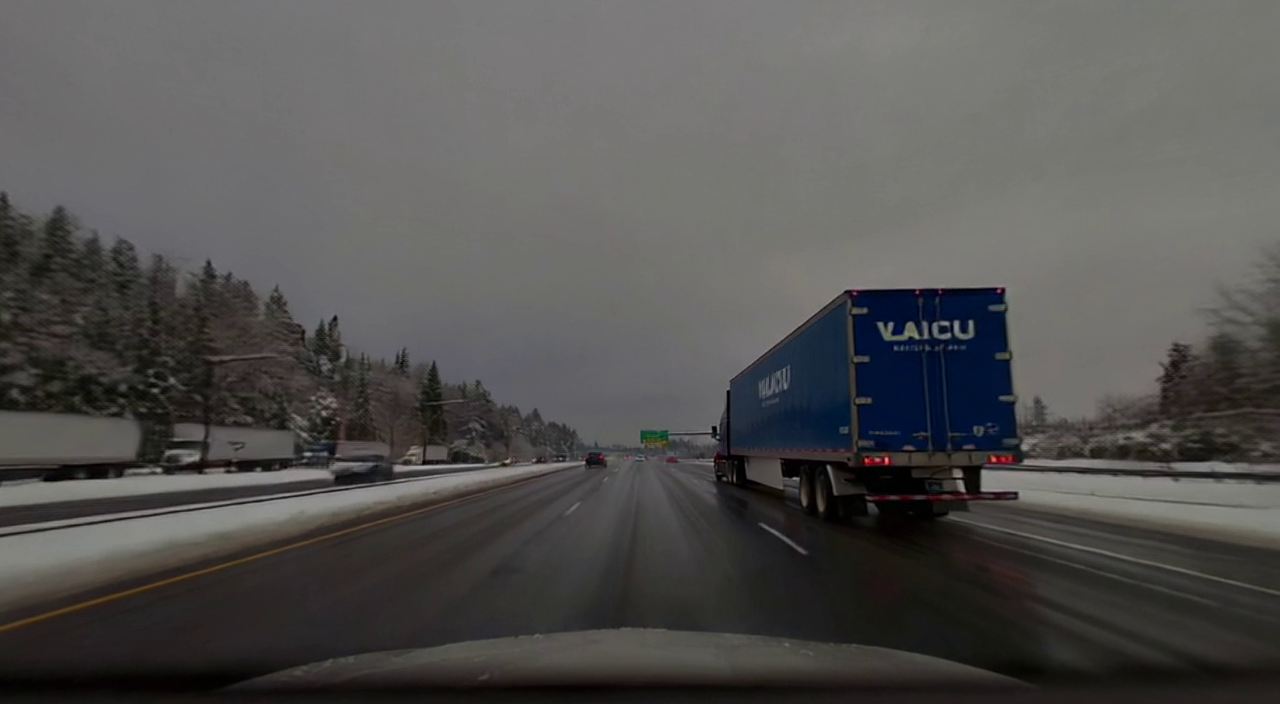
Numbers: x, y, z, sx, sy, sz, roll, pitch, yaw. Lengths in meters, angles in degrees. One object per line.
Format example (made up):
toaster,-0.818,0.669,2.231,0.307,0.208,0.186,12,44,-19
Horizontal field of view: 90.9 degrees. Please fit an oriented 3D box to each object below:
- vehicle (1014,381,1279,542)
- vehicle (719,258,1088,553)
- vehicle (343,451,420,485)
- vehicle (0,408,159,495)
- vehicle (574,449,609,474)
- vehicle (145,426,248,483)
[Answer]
vehicle,18.035,3.533,20.785,2.858,4.111,14.077,0,-9,0
vehicle,4.454,1.754,15.749,2.847,4.075,14.244,0,-9,-1
vehicle,-11.878,5.314,29.215,1.759,1.438,4.117,0,-9,1
vehicle,-30.817,4.841,30.948,2.831,3.967,14.344,1,-8,1
vehicle,-3.361,7.717,44.562,2.107,1.626,4.804,0,-9,0
vehicle,-30.550,7.087,43.783,2.960,3.677,5.863,1,-9,-4
